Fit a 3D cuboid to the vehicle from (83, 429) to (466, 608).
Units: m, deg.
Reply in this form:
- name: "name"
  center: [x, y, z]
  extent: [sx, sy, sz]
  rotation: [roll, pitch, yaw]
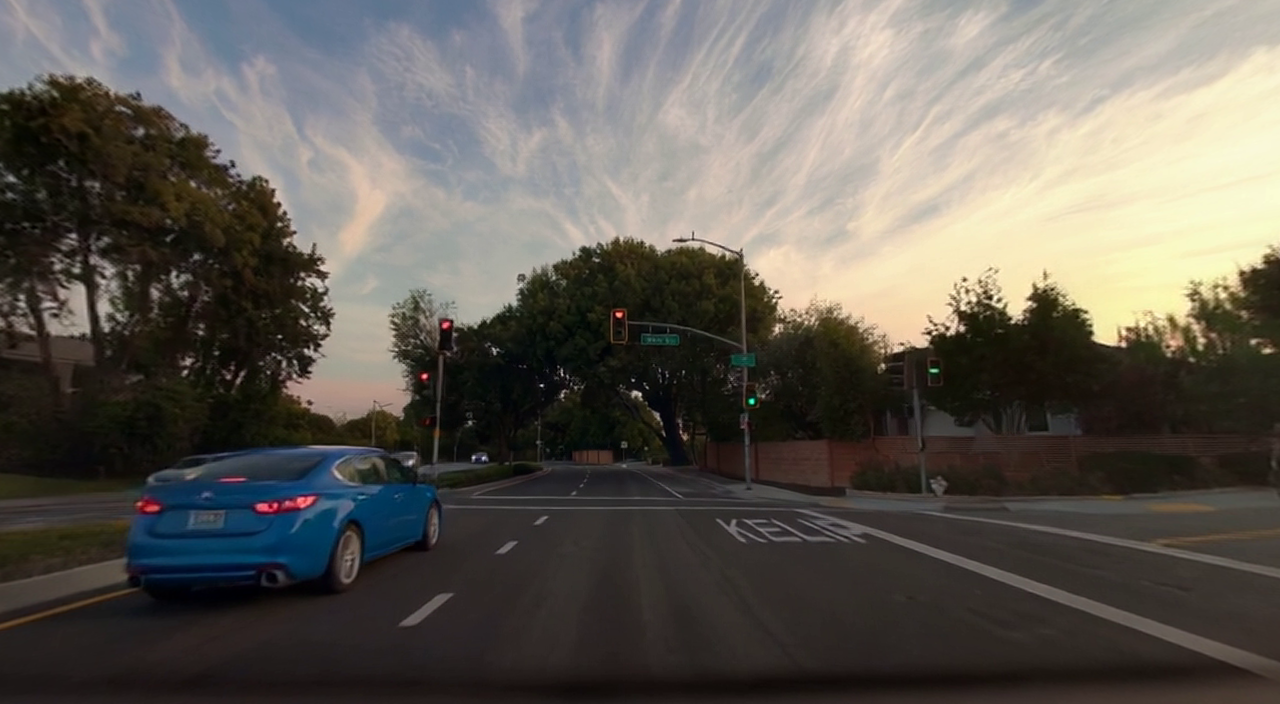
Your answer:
- name: "vehicle"
  center: [-3.756, 1.762, 7.715]
  extent: [1.980, 1.508, 4.502]
  rotation: [0, -9, 0]
